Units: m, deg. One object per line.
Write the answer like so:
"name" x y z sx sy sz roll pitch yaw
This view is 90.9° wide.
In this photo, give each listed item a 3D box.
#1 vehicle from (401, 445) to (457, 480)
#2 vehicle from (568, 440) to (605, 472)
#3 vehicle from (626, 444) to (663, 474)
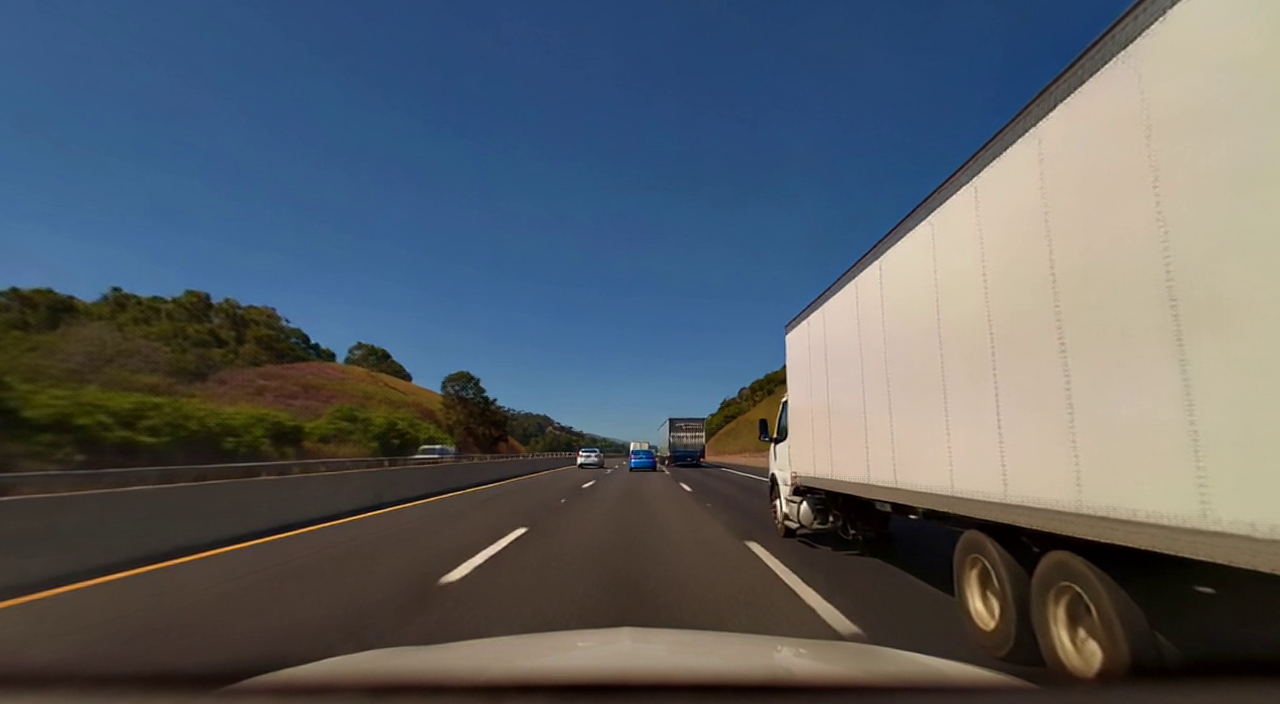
"vehicle" -16.218 8.516 48.847 2.308 2.449 5.847 0 -9 0
"vehicle" -3.592 7.109 43.175 1.955 2.004 4.792 -1 -9 1
"vehicle" 0.313 6.637 39.281 2.166 1.747 4.299 0 -9 1
